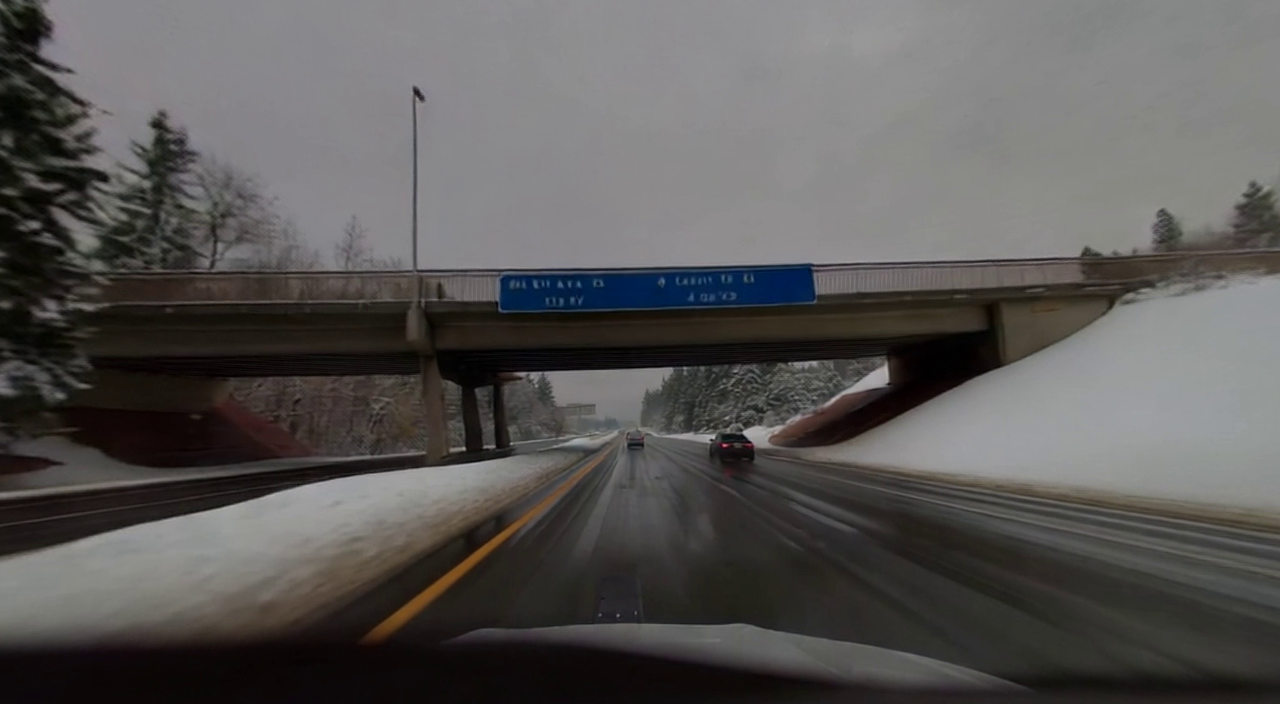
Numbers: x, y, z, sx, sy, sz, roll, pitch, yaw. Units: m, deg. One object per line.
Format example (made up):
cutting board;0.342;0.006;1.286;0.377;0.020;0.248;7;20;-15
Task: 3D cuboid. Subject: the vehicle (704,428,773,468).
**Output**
vehicle;4.027;3.996;26.527;2.010;1.526;4.438;0;-8;-2
